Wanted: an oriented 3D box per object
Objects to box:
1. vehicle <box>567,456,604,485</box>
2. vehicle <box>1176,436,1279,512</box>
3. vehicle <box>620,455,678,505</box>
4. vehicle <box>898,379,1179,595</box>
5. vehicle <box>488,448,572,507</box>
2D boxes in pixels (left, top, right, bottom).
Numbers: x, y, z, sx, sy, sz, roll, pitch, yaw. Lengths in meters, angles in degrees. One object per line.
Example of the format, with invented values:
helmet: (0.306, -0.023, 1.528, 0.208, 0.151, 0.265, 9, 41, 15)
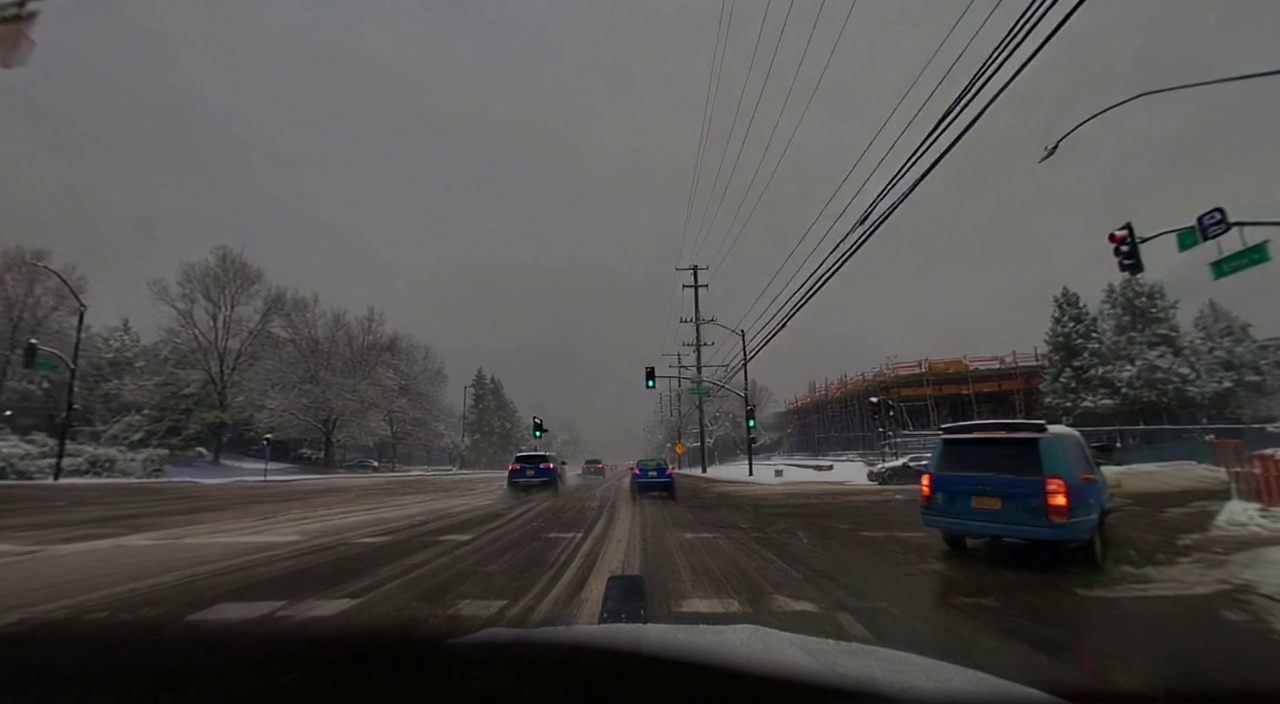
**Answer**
vehicle: (-3.524, 7.751, 41.456, 1.910, 1.713, 4.786, 0, -9, 1)
vehicle: (16.904, 3.080, 16.237, 4.512, 1.767, 1.980, 1, -9, -8)
vehicle: (0.336, 4.880, 24.341, 2.059, 1.691, 3.980, 0, -9, 0)
vehicle: (5.293, 1.794, 9.397, 2.458, 2.149, 5.577, -4, -9, 22)
vehicle: (-3.700, 4.314, 22.065, 2.078, 1.804, 4.387, 0, -9, 1)
